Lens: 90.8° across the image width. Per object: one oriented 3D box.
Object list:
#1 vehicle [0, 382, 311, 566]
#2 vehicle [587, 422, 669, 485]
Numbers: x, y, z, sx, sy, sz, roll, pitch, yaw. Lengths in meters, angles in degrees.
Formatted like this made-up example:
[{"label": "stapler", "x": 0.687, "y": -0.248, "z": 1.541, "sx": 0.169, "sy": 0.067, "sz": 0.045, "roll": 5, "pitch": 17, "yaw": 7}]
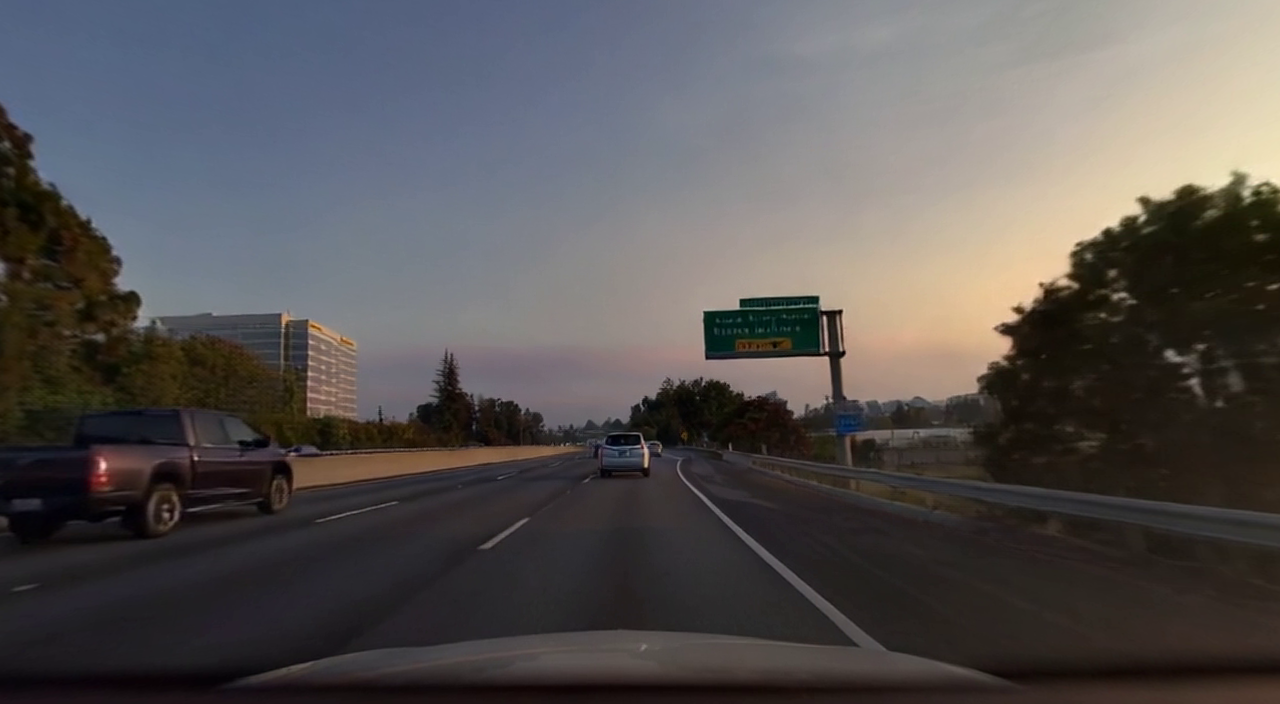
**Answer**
[{"label": "vehicle", "x": -7.443, "y": 1.683, "z": 9.362, "sx": 2.289, "sy": 1.955, "sz": 5.147, "roll": 0, "pitch": -9, "yaw": 0}, {"label": "vehicle", "x": -0.264, "y": 3.634, "z": 22.769, "sx": 2.497, "sy": 1.957, "sz": 5.432, "roll": -1, "pitch": -9, "yaw": 3}]
